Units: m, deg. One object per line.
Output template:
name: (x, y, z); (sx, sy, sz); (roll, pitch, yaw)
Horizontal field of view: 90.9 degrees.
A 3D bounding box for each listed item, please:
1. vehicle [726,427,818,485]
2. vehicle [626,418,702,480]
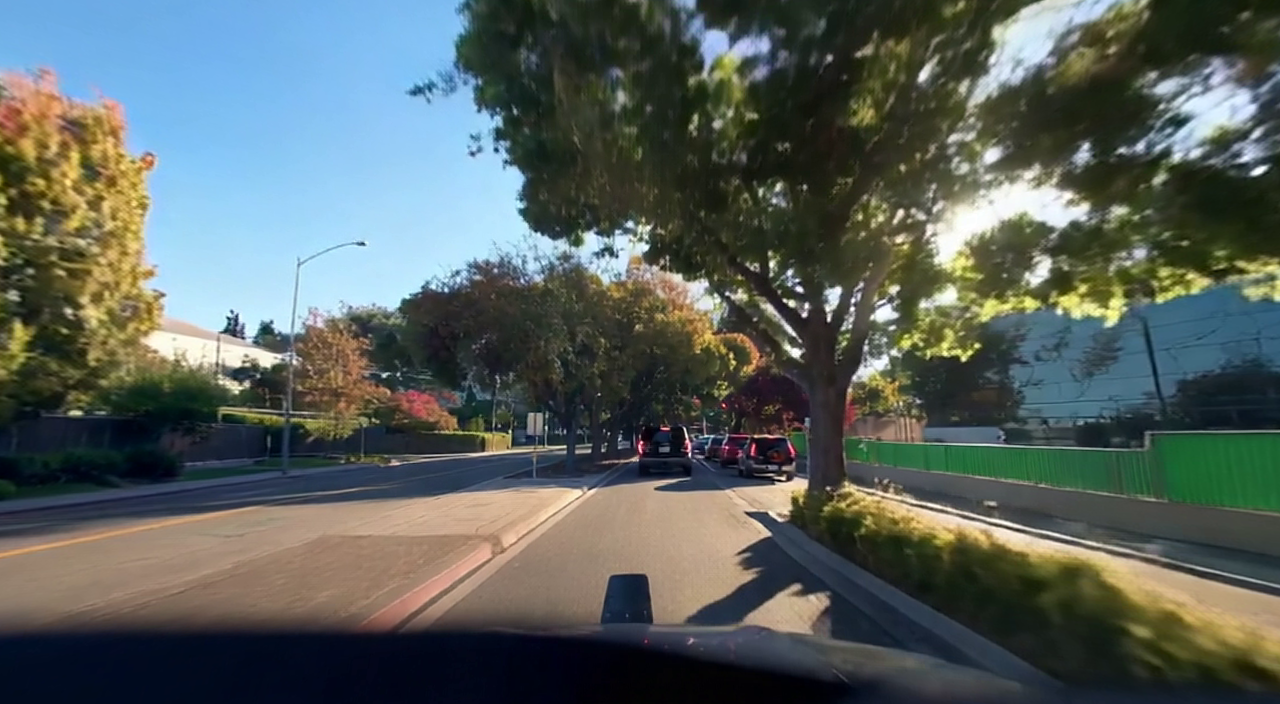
vehicle: (4.306, 3.482, 21.427); (2.138, 1.699, 4.852); (-1, -8, 1)
vehicle: (0.857, 3.395, 22.279); (2.386, 1.947, 4.168); (-1, -8, 3)
